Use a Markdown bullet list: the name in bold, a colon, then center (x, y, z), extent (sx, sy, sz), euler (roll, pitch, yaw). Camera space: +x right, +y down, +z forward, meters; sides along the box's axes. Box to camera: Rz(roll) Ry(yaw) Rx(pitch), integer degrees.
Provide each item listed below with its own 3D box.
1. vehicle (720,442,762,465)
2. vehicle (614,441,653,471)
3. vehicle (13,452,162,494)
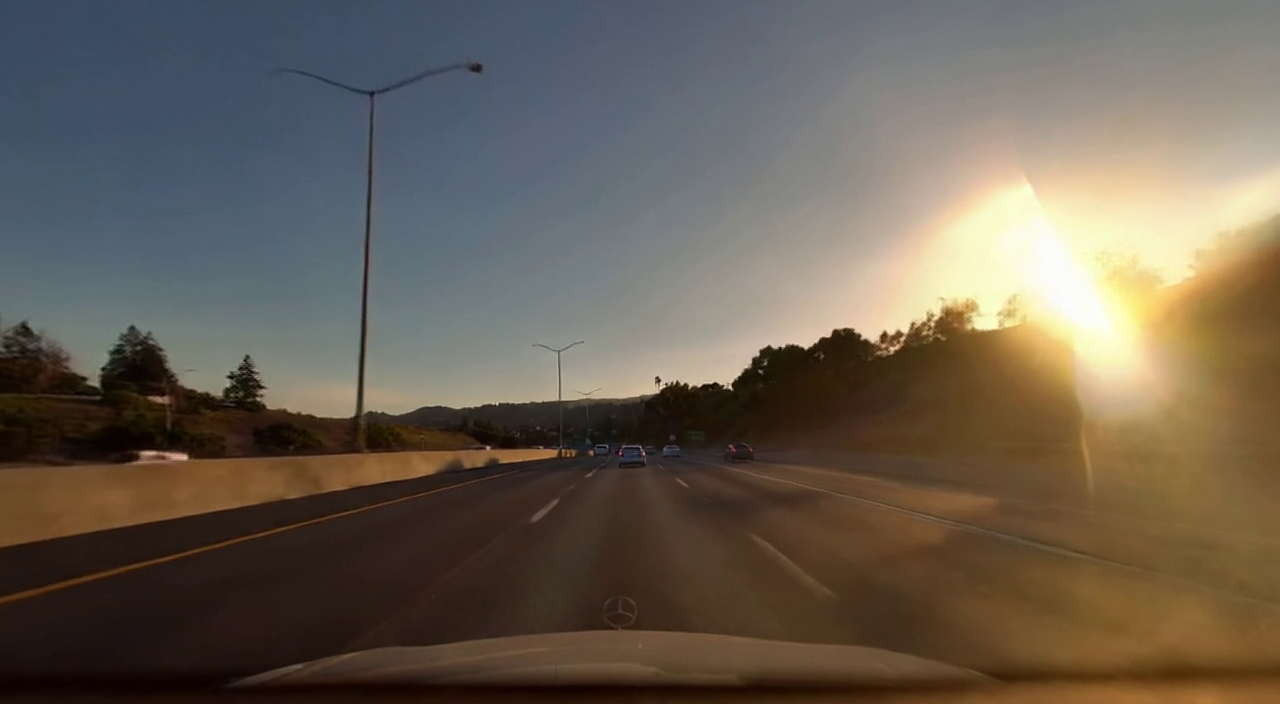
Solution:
- **vehicle**: center (6.752, 6.828, 42.580), extent (1.935, 1.478, 4.433), euler (0, -9, -2)
- **vehicle**: center (-0.382, 5.582, 34.087), extent (1.985, 1.457, 4.227), euler (0, -9, -1)
- **vehicle**: center (-22.014, 4.799, 25.503), extent (1.939, 1.456, 4.659), euler (0, -9, -3)
